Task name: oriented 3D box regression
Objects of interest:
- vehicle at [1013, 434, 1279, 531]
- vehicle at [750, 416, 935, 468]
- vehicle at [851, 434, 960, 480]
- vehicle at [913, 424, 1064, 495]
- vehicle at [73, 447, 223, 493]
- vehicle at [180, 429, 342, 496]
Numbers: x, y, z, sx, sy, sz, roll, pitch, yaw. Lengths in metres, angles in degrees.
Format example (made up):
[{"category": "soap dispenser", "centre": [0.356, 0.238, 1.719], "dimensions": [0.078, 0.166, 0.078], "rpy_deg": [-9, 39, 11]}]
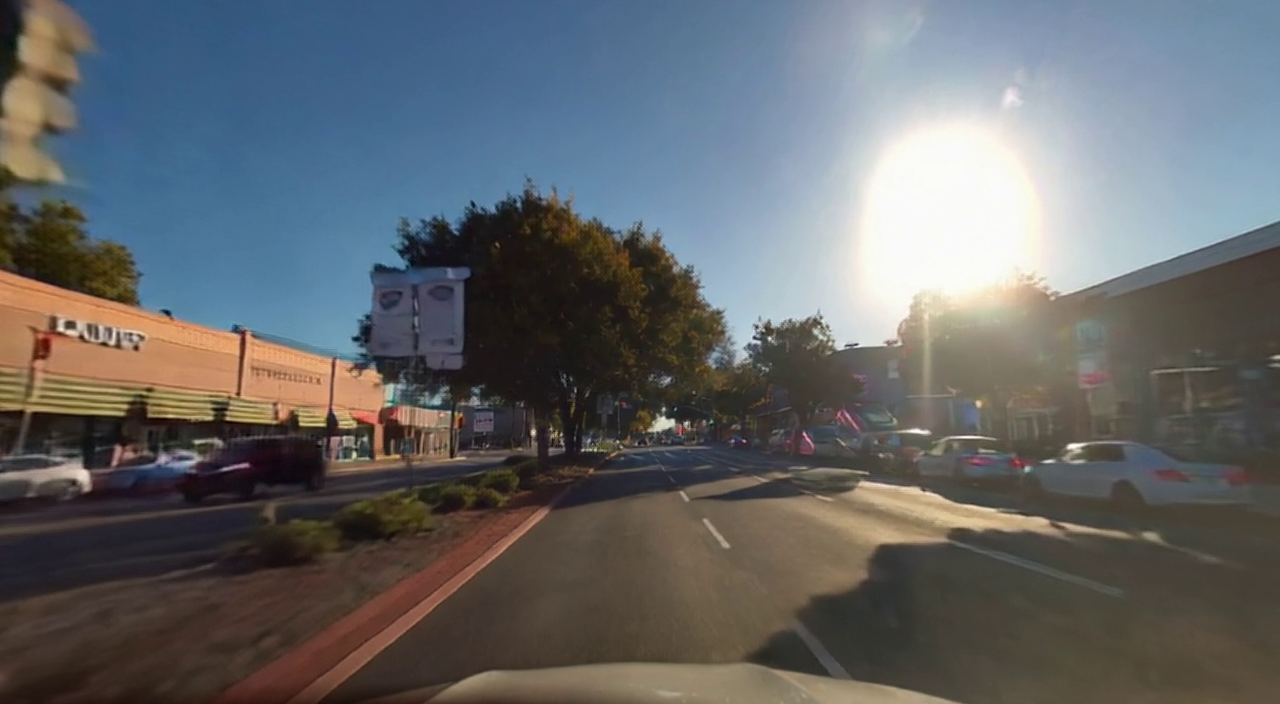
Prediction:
[{"category": "vehicle", "centre": [9.785, 2.412, 12.353], "dimensions": [1.913, 1.492, 4.787], "rpy_deg": [0, -9, -2]}, {"category": "vehicle", "centre": [9.820, 4.467, 30.582], "dimensions": [6.552, 2.004, 6.229], "rpy_deg": [-10, -13, 38]}, {"category": "vehicle", "centre": [9.751, 3.906, 23.686], "dimensions": [1.876, 1.511, 4.726], "rpy_deg": [0, -9, -2]}, {"category": "vehicle", "centre": [9.936, 3.108, 18.467], "dimensions": [1.925, 1.808, 4.255], "rpy_deg": [0, -9, 0]}, {"category": "vehicle", "centre": [-17.996, 4.296, 23.443], "dimensions": [1.951, 1.524, 4.409], "rpy_deg": [0, -9, 1]}, {"category": "vehicle", "centre": [-10.966, 3.237, 18.772], "dimensions": [2.027, 1.722, 4.471], "rpy_deg": [0, -9, 0]}]
